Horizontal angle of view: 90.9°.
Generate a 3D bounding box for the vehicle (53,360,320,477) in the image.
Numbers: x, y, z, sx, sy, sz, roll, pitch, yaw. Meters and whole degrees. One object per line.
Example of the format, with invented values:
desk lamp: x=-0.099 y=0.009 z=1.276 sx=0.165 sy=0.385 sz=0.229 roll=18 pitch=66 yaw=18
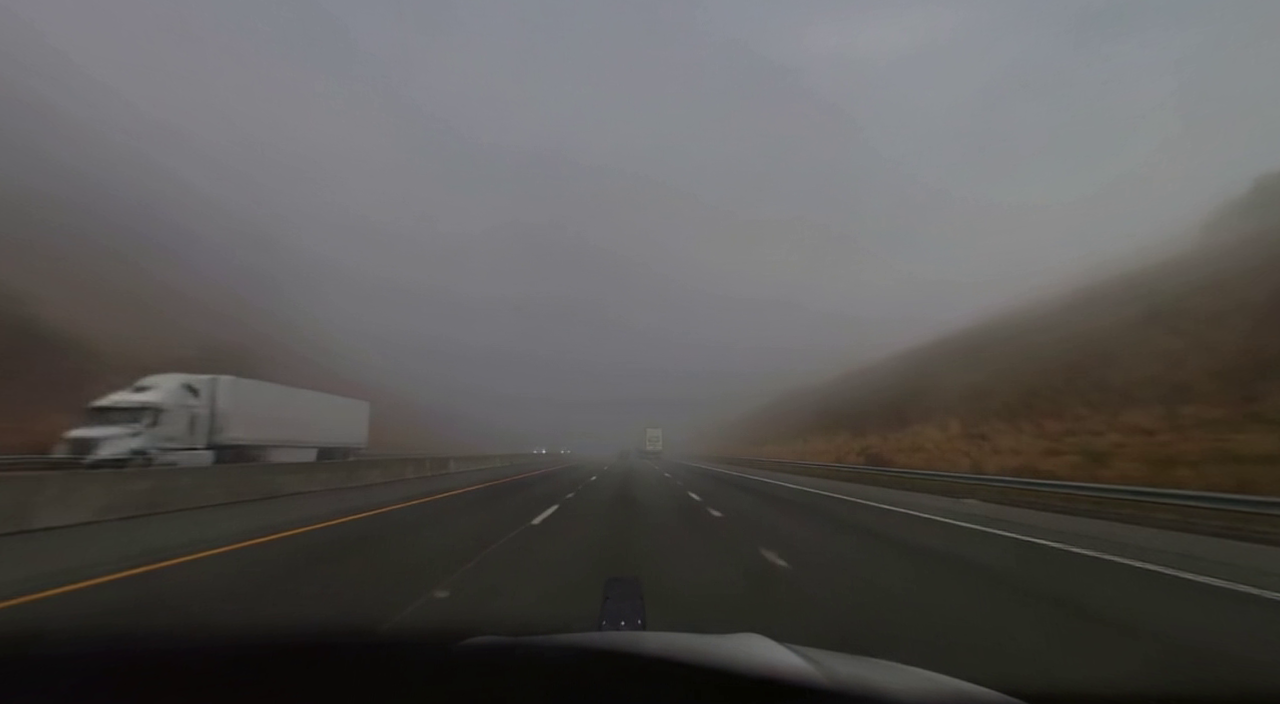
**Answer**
vehicle: x=-19.373 y=3.326 z=28.798 sx=2.897 sy=4.187 sz=12.412 roll=0 pitch=-9 yaw=0
